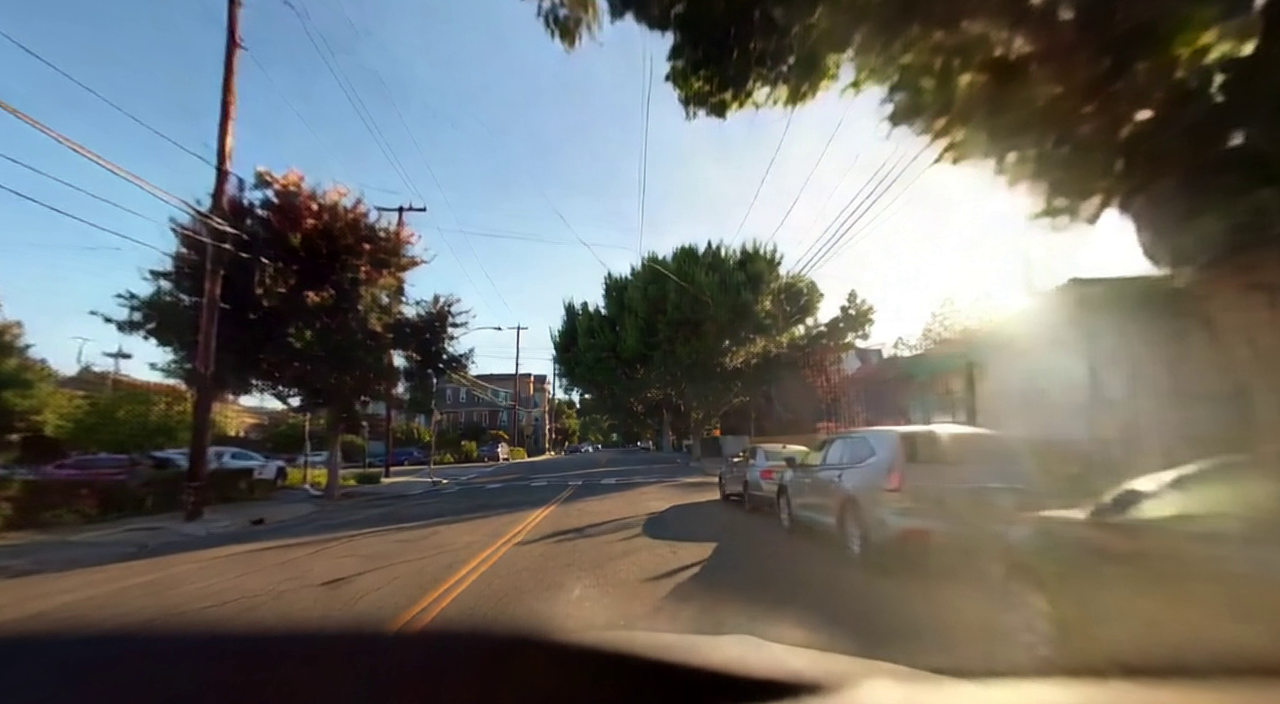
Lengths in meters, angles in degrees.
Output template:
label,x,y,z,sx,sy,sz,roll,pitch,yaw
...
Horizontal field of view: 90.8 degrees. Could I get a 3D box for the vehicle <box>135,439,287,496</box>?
label,x,y,z,sx,sy,sz,roll,pitch,yaw
vehicle,-17.086,4.561,25.303,4.822,1.868,2.015,3,-10,-39

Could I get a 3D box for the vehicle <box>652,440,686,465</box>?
label,x,y,z,sx,sy,sz,roll,pitch,yaw
vehicle,1.982,7.017,44.203,1.999,1.604,4.065,0,-9,-3

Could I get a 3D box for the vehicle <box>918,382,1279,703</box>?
label,x,y,z,sx,sy,sz,roll,pitch,yaw
vehicle,3.326,0.923,2.627,1.895,1.537,4.844,0,-9,-3
